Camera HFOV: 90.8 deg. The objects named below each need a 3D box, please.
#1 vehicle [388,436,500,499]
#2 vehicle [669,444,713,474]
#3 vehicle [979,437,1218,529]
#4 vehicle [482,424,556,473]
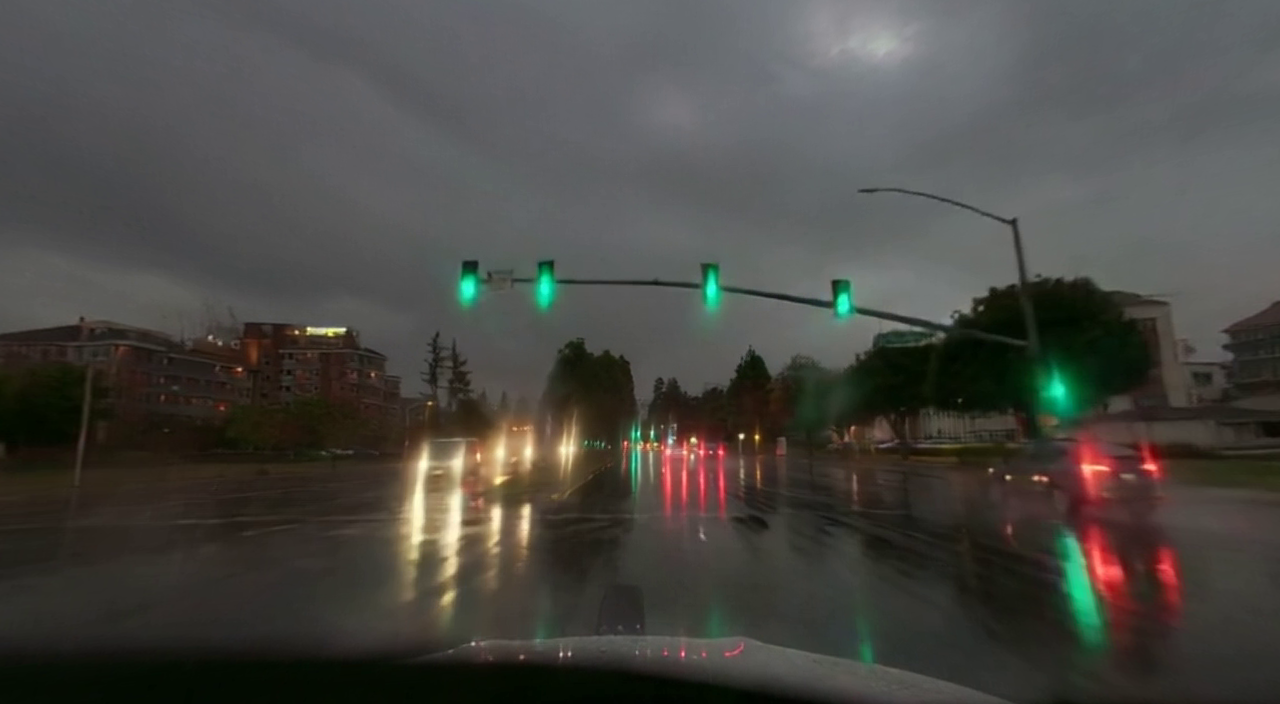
[{"bbox_3d":[-5.700,3.354,18.937,1.986,1.502,4.224,-4,-8,0],"label":"vehicle"},{"bbox_3d":[2.737,5.878,34.850,1.917,1.538,4.259,0,-9,-2],"label":"vehicle"},{"bbox_3d":[9.436,2.682,13.578,1.798,1.621,4.304,0,-8,-1],"label":"vehicle"},{"bbox_3d":[-5.780,4.729,31.157,2.425,2.167,5.888,0,-9,1],"label":"vehicle"}]
